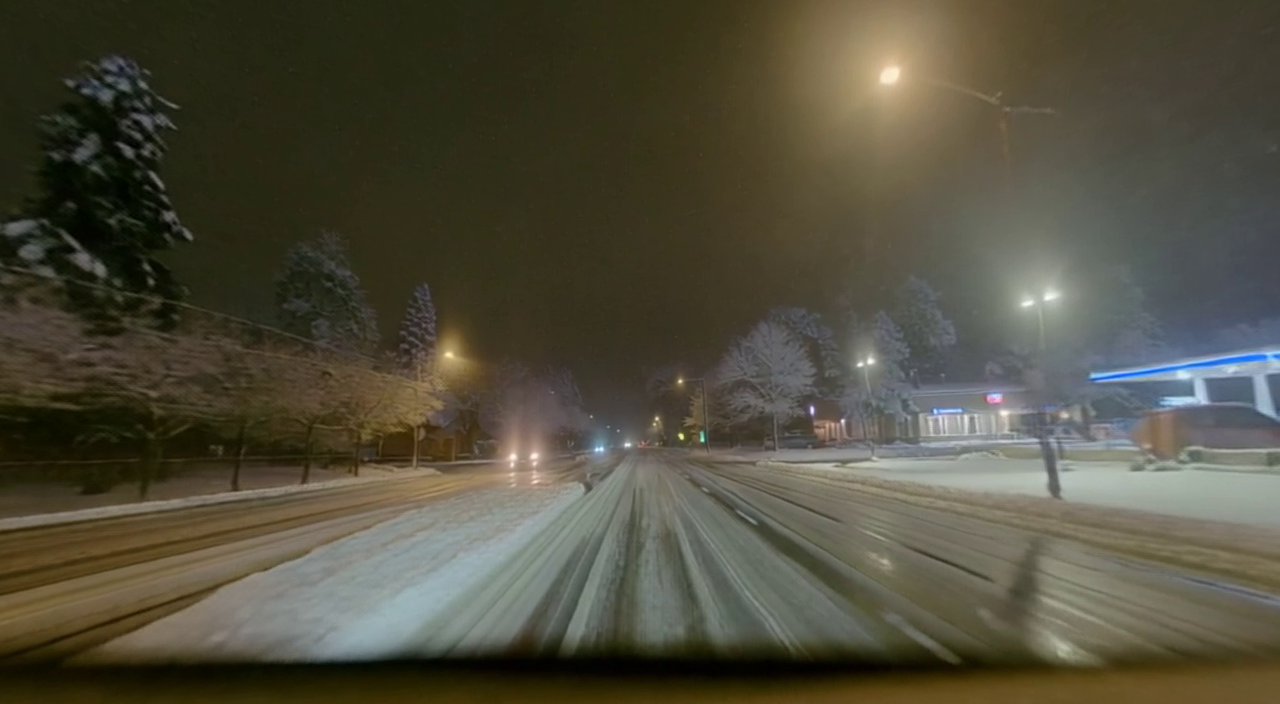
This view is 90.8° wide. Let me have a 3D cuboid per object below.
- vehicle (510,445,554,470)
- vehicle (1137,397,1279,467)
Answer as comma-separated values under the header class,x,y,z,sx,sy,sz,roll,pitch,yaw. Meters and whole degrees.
class,x,y,z,sx,sy,sz,roll,pitch,yaw
vehicle,-7.108,6.967,41.964,2.079,1.489,4.515,0,-8,1
vehicle,16.620,2.163,17.087,4.594,1.751,2.071,0,-8,-2
